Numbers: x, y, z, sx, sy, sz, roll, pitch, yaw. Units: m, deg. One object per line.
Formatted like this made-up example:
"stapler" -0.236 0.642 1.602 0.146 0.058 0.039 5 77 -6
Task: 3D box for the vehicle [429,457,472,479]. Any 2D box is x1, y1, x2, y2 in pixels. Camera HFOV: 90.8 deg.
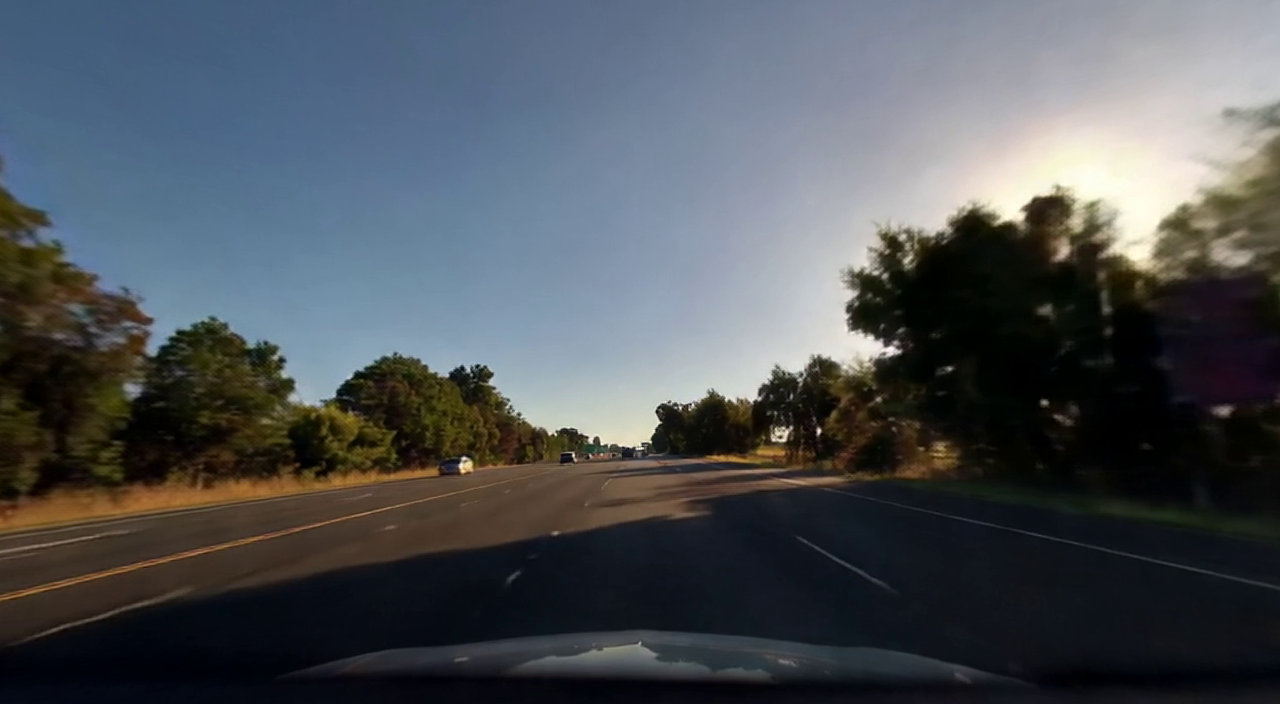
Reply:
"vehicle" -14.213 8.736 47.613 1.852 1.514 4.446 0 -9 0
